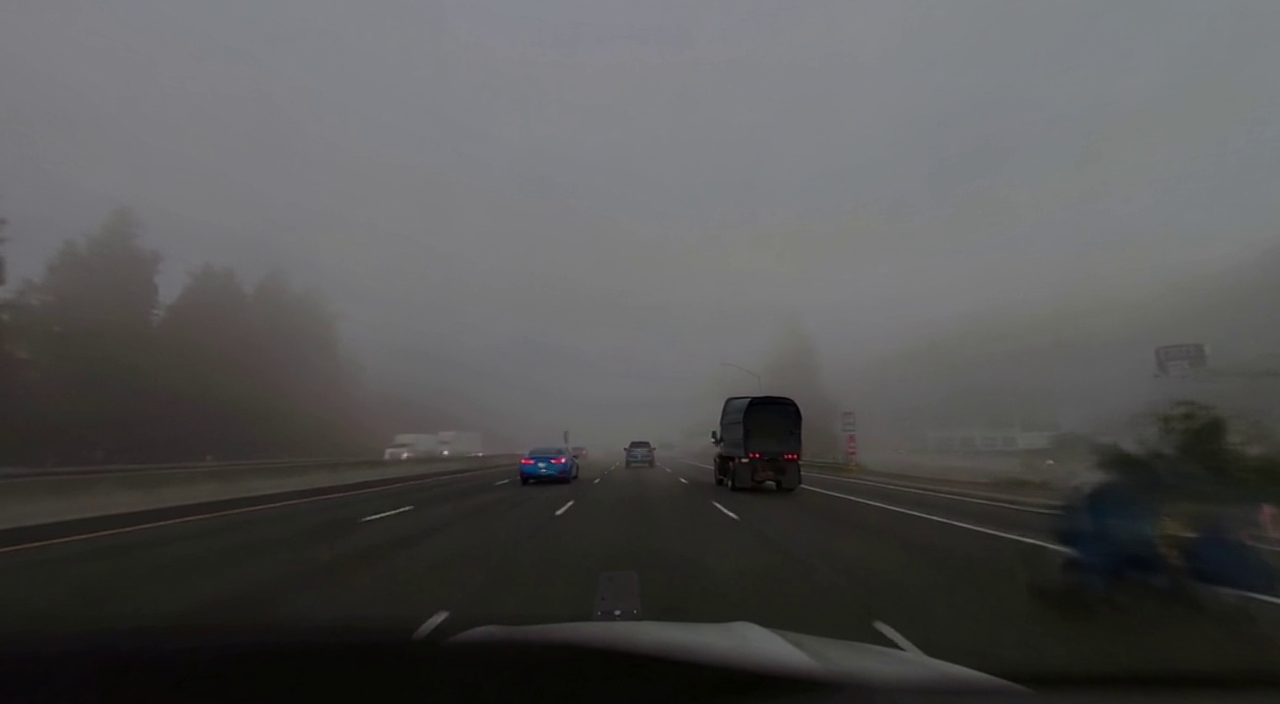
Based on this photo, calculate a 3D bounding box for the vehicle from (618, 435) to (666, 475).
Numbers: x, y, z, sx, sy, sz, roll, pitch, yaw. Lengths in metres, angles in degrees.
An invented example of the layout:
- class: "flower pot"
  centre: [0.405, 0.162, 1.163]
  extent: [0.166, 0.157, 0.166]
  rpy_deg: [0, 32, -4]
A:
- class: "vehicle"
  centre: [0.050, 5.060, 31.072]
  extent: [2.203, 1.805, 4.358]
  rpy_deg: [0, -9, -1]

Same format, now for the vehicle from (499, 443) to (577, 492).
- class: "vehicle"
  centre: [-3.223, 3.740, 20.777]
  extent: [1.864, 1.406, 4.544]
  rpy_deg: [0, -9, -1]

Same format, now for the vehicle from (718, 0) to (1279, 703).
- class: "vehicle"
  centre: [3.591, 0.626, 9.240]
  extent: [2.876, 4.086, 15.117]
  rpy_deg: [0, -9, 0]
